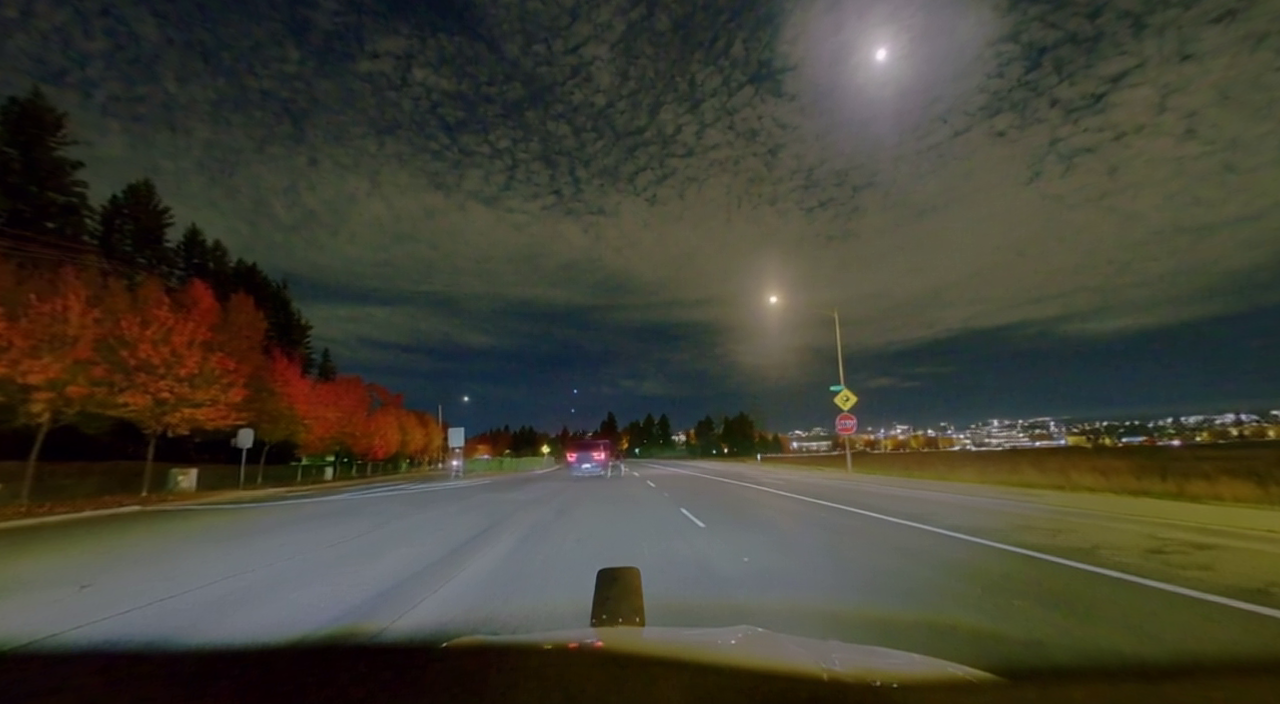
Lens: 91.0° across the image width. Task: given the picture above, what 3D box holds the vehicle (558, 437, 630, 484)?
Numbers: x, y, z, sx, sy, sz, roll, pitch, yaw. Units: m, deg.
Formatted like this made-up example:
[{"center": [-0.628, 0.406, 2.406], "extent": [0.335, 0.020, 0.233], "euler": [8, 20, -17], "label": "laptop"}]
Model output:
[{"center": [-2.051, 5.126, 30.107], "extent": [2.284, 2.012, 5.607], "euler": [-1, -9, 8], "label": "vehicle"}]
